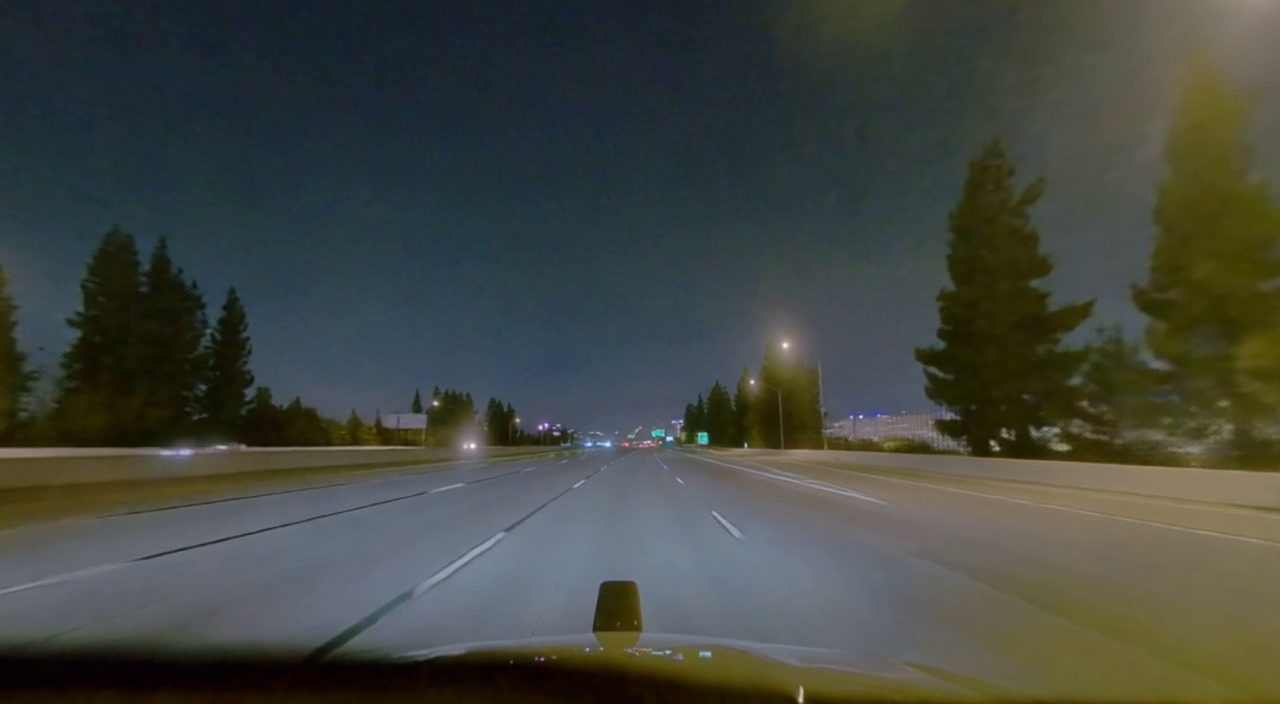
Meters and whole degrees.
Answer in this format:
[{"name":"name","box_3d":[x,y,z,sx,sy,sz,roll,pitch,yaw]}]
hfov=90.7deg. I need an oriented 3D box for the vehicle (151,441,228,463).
[{"name":"vehicle","box_3d":[-31.907,7.077,44.988,2.065,1.462,4.592,0,-9,0]}]
